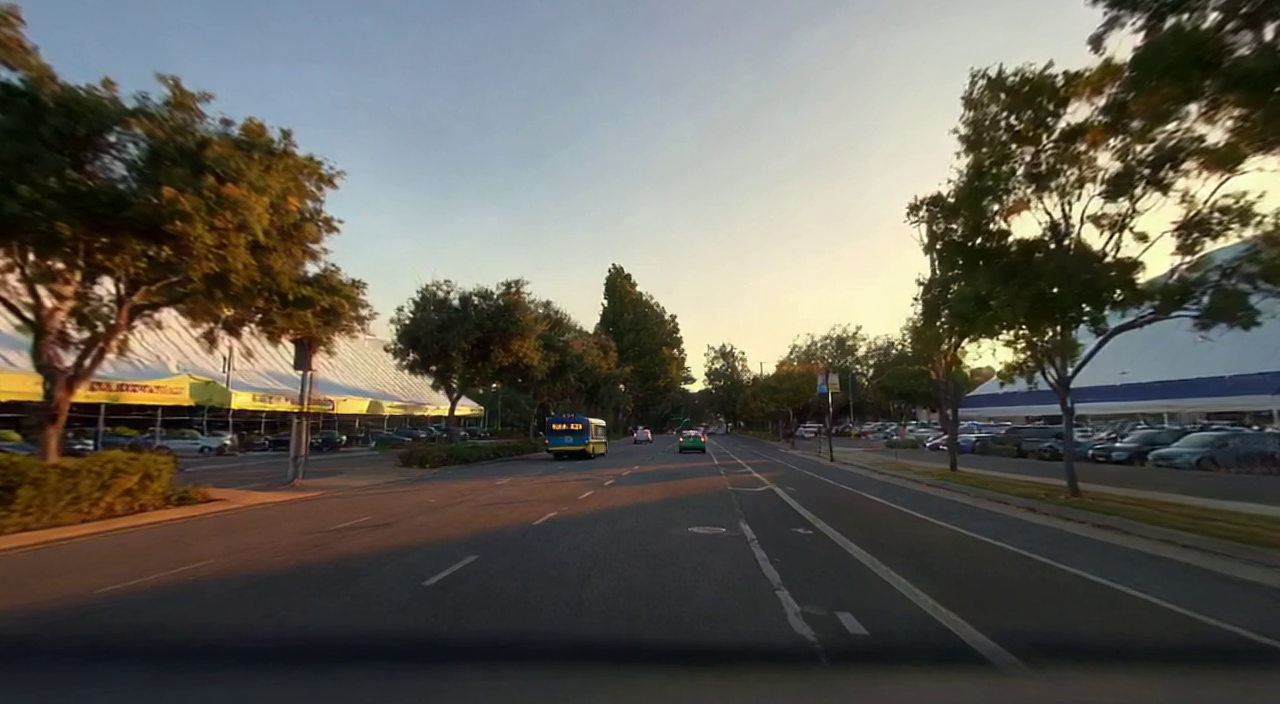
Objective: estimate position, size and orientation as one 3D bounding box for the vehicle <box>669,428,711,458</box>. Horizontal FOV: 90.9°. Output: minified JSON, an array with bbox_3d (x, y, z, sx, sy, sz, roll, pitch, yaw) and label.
[{"bbox_3d":[2.738,4.949,34.248,2.123,1.498,4.226,-1,-9,5],"label":"vehicle"}]

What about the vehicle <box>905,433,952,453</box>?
[{"bbox_3d":[22.388,7.121,49.121,1.849,1.466,4.831,-1,-9,7],"label":"vehicle"}]

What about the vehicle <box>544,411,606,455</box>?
[{"bbox_3d":[-3.986,5.240,40.193,2.485,2.556,6.363,-1,-9,7],"label":"vehicle"}]
